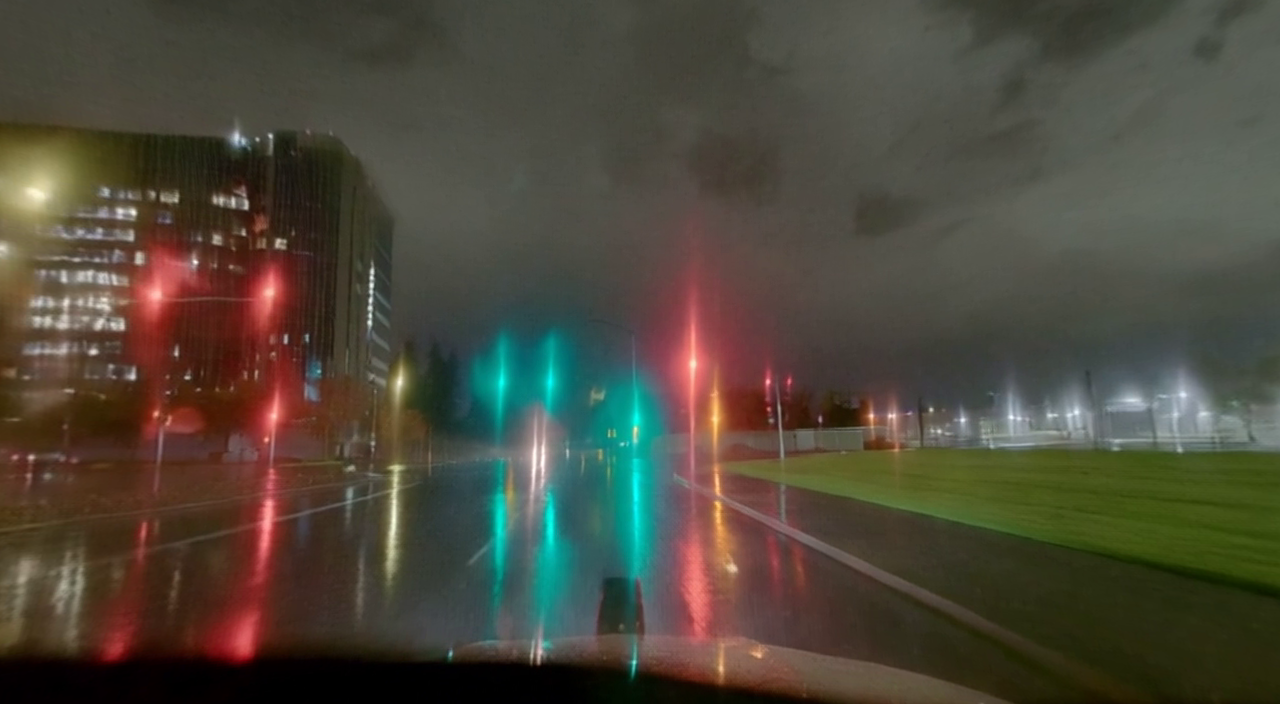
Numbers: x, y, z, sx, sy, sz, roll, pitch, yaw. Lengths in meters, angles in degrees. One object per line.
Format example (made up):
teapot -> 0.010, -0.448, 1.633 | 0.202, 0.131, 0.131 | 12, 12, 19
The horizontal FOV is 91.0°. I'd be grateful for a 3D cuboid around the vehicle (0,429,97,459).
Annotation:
vehicle -> -42.667, 6.691, 45.500 | 2.119, 2.013, 5.475 | 1, -9, -4
